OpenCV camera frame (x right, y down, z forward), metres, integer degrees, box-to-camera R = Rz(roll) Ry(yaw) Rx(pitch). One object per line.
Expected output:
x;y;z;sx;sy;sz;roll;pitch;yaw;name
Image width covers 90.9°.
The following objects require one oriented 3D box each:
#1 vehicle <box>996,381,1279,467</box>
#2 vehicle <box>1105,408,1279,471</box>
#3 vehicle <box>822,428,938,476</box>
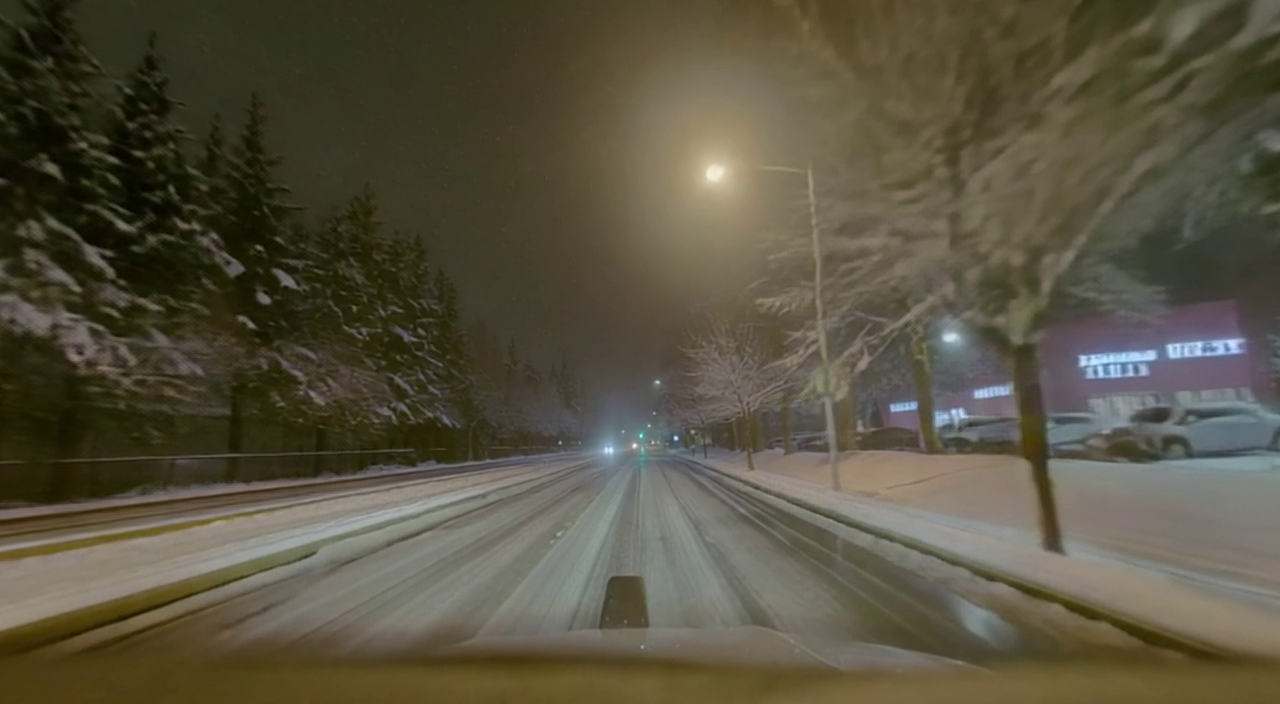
14.707;2.346;19.150;6.247;2.094;2.436;-10;-13;39;vehicle
14.896;2.225;16.018;4.631;1.384;1.906;-8;-11;30;vehicle
8.077;3.433;21.794;2.056;1.449;4.679;0;-9;-1;vehicle
